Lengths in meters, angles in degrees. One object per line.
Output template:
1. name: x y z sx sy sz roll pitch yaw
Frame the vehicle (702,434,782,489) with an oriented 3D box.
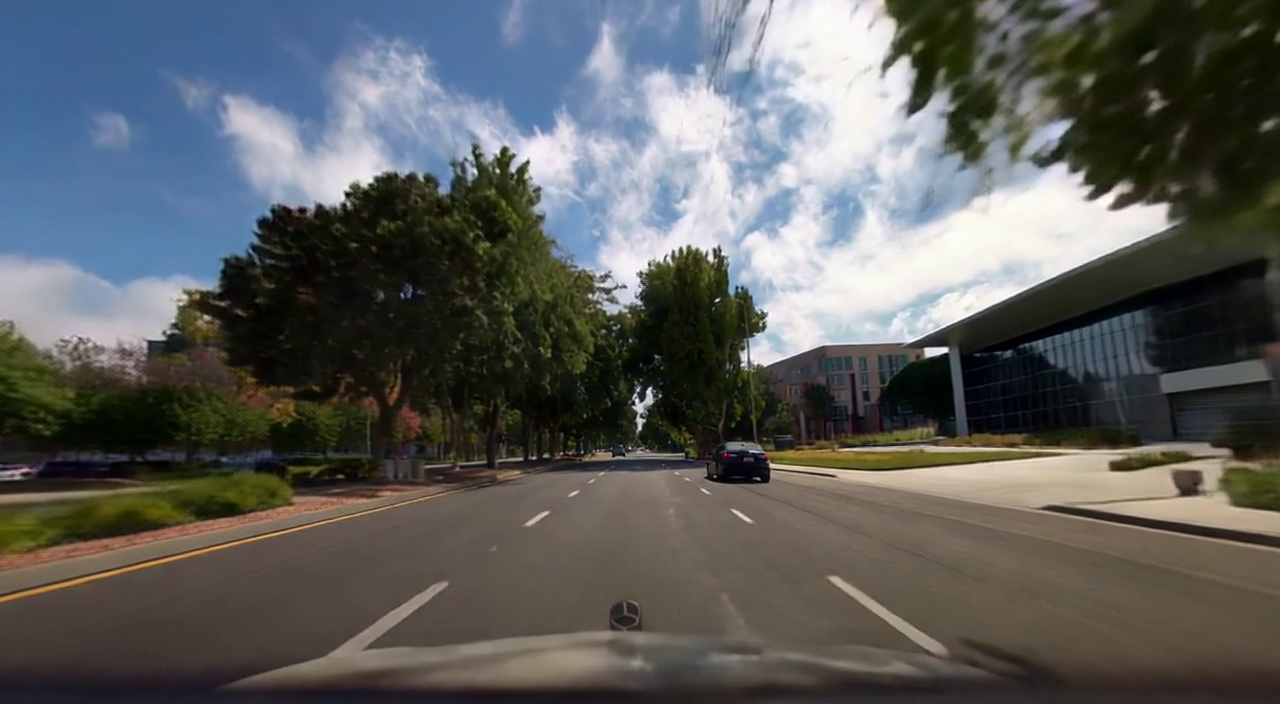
1. vehicle: 3.526 3.882 22.697 2.083 1.743 4.354 0 -8 -1

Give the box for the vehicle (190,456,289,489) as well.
1. vehicle: -19.903 5.972 31.692 1.880 1.455 4.654 0 -9 1
